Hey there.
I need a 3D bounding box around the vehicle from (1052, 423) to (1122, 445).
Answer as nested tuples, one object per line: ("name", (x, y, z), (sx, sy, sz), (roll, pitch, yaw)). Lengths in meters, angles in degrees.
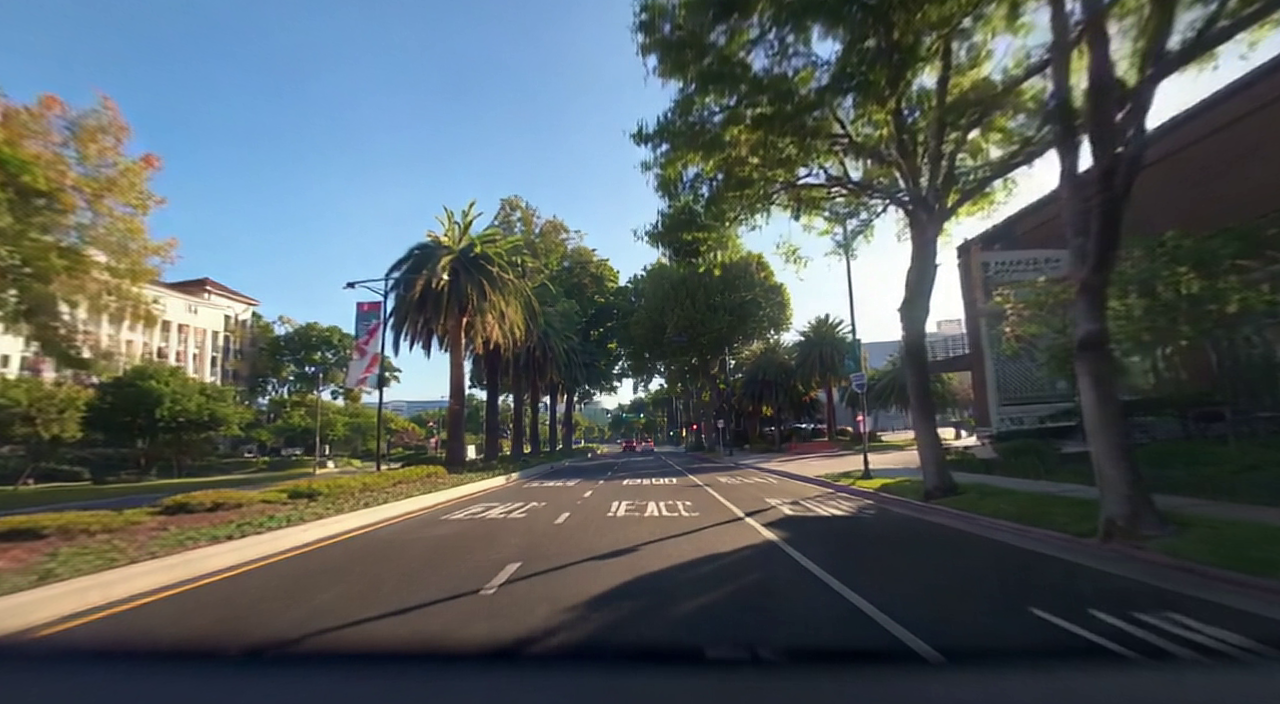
("vehicle", (34.588, 6.410, 48.947), (1.820, 1.571, 4.697), (0, -8, -3))
